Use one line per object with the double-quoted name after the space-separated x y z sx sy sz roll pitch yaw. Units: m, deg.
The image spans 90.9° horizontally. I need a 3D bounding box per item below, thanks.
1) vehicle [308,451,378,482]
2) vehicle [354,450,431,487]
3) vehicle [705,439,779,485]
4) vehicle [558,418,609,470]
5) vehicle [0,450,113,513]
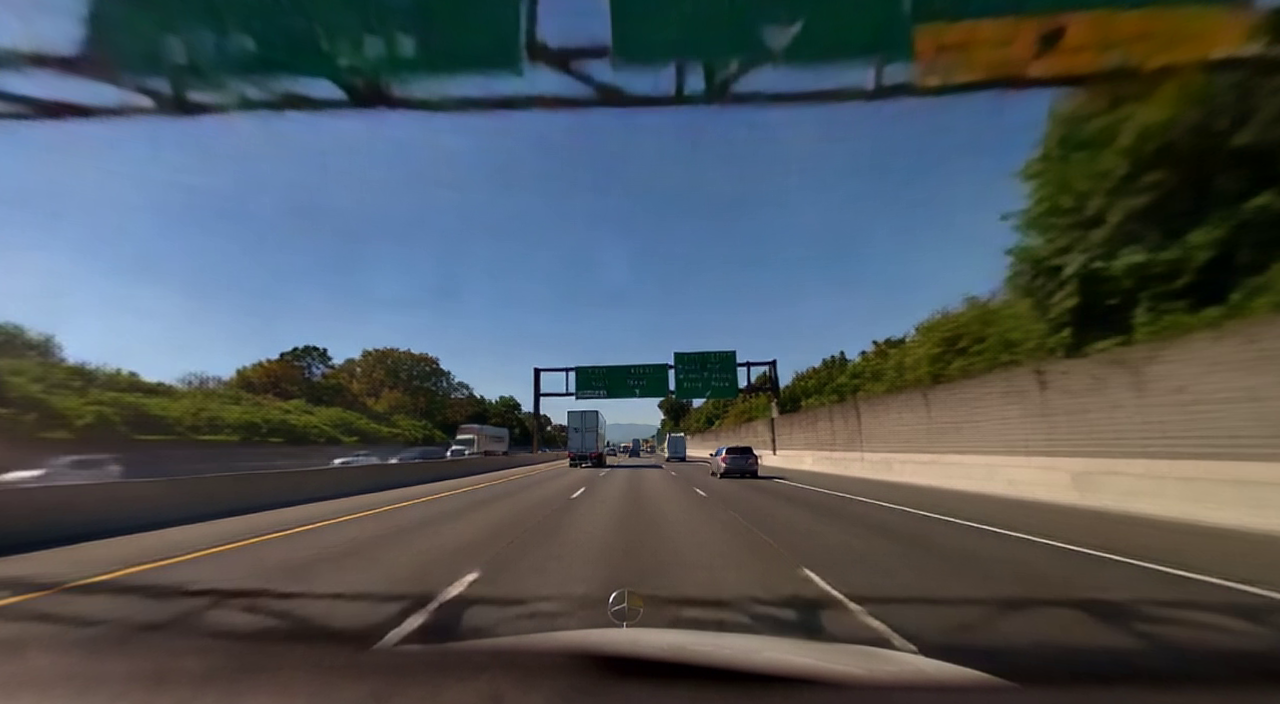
-15.612 6.020 33.391 1.692 1.483 4.077 0 -9 0 "vehicle"
-11.367 5.345 29.300 1.803 1.570 4.402 0 -9 0 "vehicle"
3.707 4.080 23.625 1.983 1.545 4.038 0 -9 -1 "vehicle"
-3.669 6.255 42.524 2.667 3.195 6.731 0 -9 1 "vehicle"
-19.266 3.946 19.525 1.935 1.800 4.470 0 -9 0 "vehicle"
